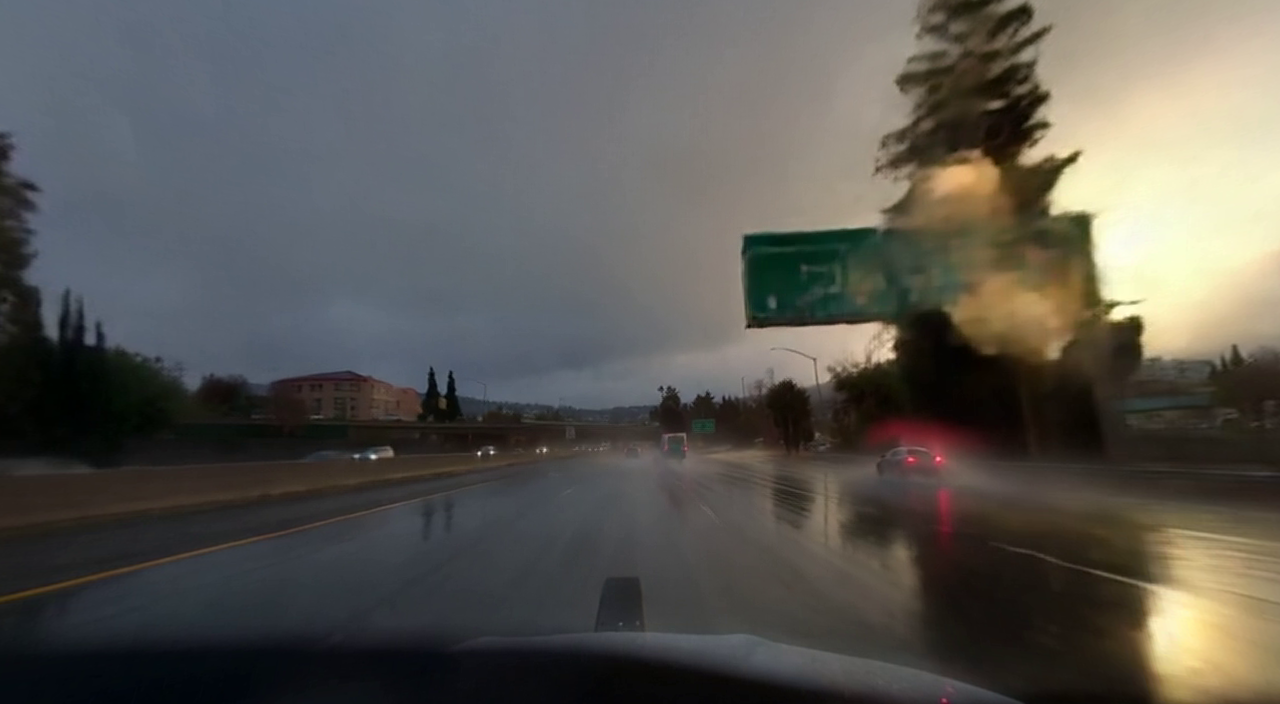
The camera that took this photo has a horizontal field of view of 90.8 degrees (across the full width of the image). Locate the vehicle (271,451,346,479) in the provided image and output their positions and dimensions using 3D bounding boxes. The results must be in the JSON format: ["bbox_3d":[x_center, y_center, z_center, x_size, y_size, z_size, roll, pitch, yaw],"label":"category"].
[{"bbox_3d":[-19.587,6.678,37.595,1.935,1.484,4.558,0,-9,1],"label":"vehicle"}]

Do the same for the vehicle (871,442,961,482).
[{"bbox_3d":[11.425,4.565,26.528,1.878,1.509,4.327,0,-9,1],"label":"vehicle"}]
